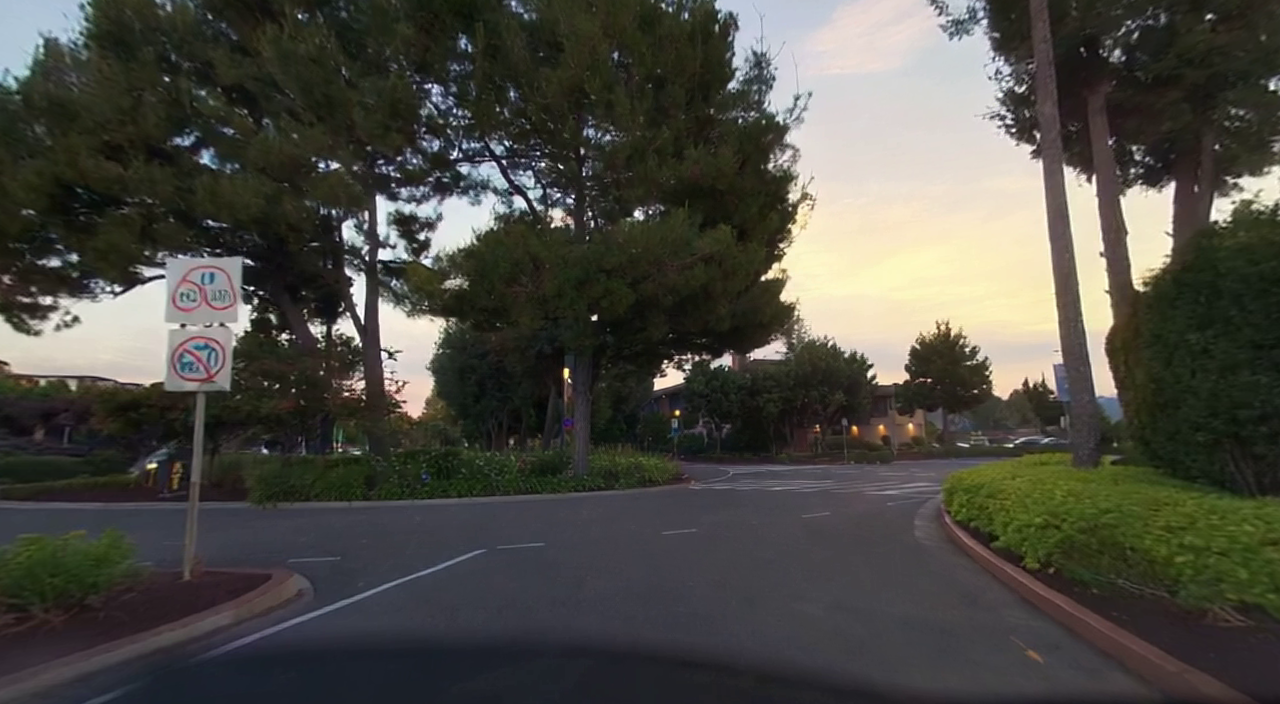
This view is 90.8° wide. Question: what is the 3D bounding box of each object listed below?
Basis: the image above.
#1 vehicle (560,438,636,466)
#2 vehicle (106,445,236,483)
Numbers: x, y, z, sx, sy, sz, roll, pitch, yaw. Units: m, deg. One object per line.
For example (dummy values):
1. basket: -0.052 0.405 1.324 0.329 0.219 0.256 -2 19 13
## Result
1. vehicle: -2.717 6.390 40.280 4.490 1.672 2.019 -6 -10 33
2. vehicle: -21.102 5.019 28.684 2.088 1.581 4.345 -2 -9 12
